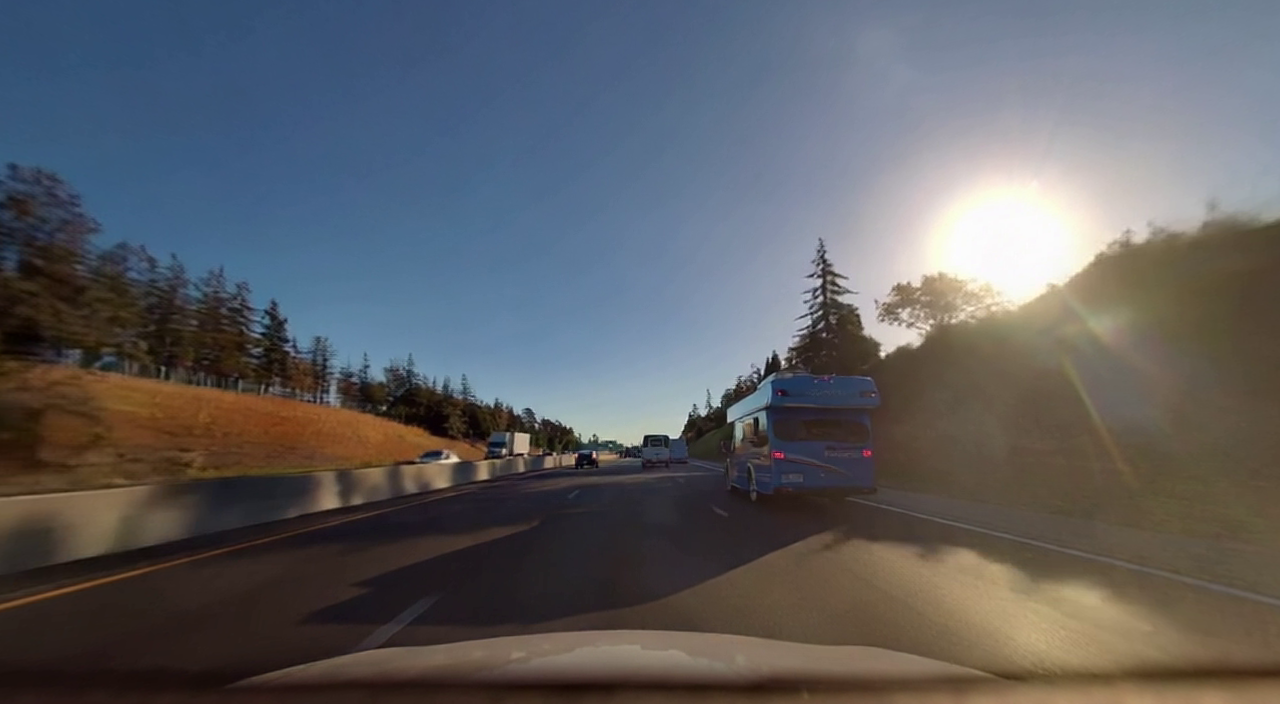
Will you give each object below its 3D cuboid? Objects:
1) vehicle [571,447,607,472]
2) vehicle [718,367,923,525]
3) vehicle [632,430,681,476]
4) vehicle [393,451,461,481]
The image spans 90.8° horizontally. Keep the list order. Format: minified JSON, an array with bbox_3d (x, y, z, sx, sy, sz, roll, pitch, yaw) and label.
[{"bbox_3d":[-3.305,7.112,41.975,1.959,1.502,4.559,0,-9,1],"label":"vehicle"},{"bbox_3d":[3.790,2.270,15.370,2.607,2.910,7.252,0,-9,-2],"label":"vehicle"},{"bbox_3d":[0.850,5.597,35.103,2.524,2.310,4.986,0,-9,0],"label":"vehicle"},{"bbox_3d":[-11.129,5.964,33.292,1.935,1.447,4.594,0,-9,1],"label":"vehicle"}]
